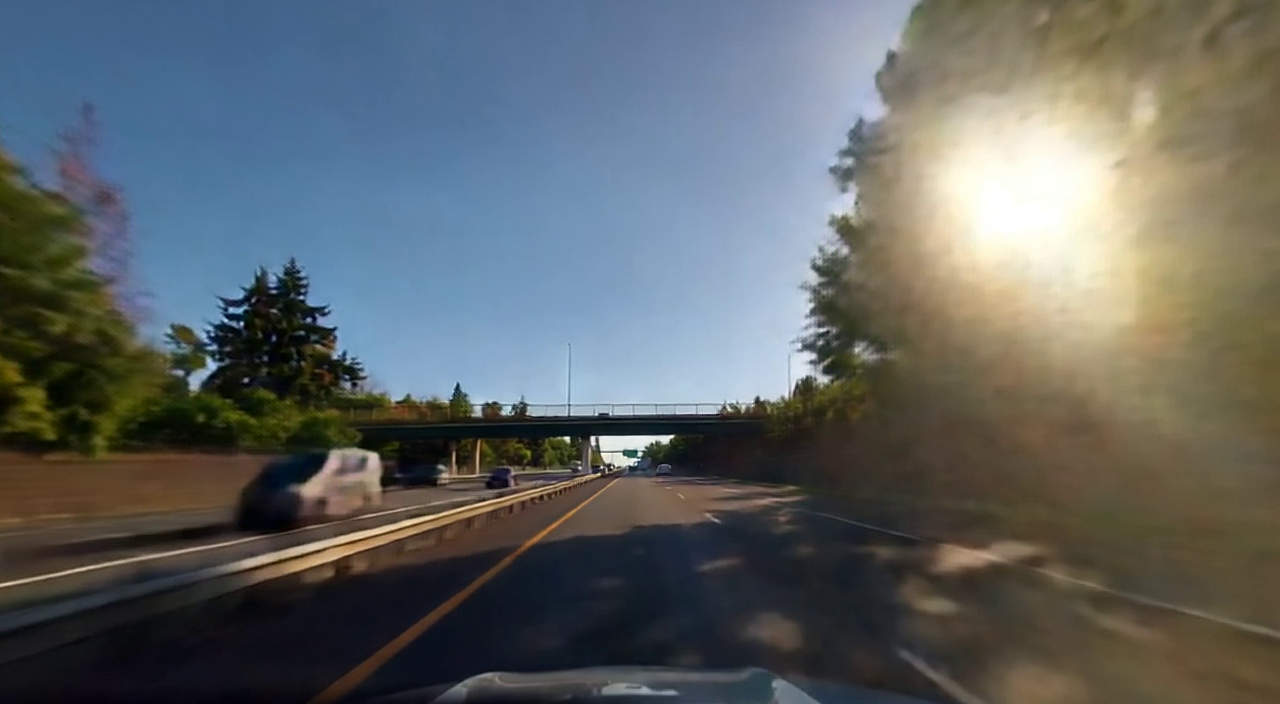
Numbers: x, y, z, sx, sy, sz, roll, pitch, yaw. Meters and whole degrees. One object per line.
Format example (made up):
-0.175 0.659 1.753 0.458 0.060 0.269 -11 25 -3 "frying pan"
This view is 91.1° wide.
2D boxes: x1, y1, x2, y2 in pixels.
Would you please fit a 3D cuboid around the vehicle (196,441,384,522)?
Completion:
-9.117 3.450 17.022 2.250 1.825 4.768 1 -10 0 "vehicle"

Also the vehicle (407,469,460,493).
-13.607 8.494 41.646 1.921 1.467 4.670 1 -10 0 "vehicle"

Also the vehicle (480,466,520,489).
-9.584 8.604 43.176 1.827 1.492 3.722 1 -10 1 "vehicle"
